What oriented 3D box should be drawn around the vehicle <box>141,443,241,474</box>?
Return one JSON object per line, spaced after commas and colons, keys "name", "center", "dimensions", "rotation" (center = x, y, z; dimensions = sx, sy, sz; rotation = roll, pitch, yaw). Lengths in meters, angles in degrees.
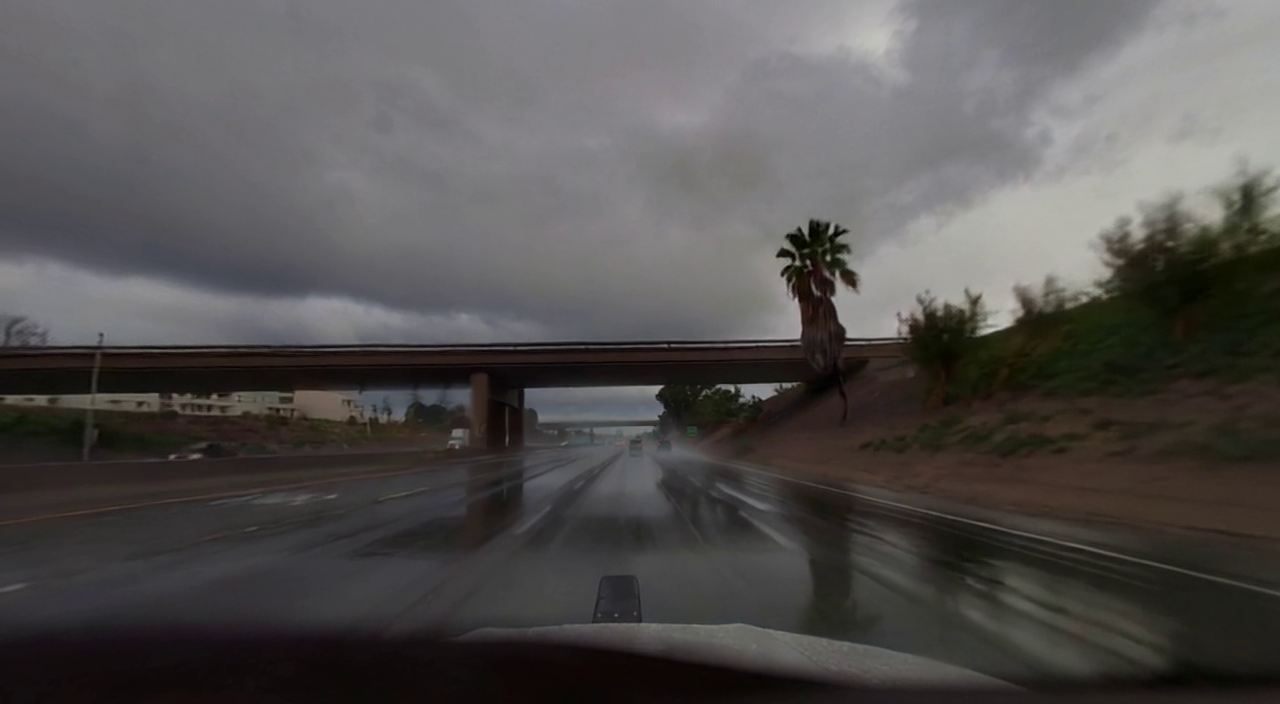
{"name": "vehicle", "center": [-25.314, 5.982, 35.869], "dimensions": [2.291, 1.600, 4.605], "rotation": [0, -8, 0]}
